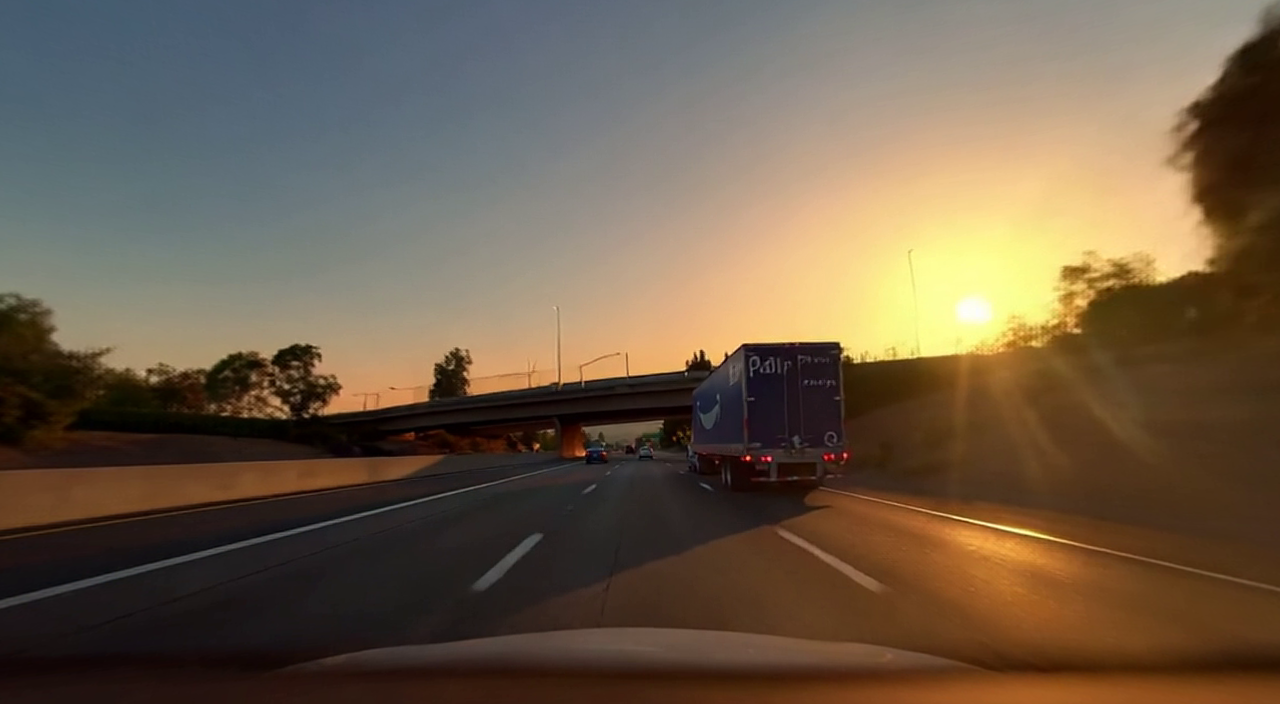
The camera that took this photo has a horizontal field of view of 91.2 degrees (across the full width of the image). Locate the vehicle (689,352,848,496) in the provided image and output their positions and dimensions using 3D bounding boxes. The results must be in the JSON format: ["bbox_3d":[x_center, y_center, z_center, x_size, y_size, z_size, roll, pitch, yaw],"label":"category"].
[{"bbox_3d":[4.238,3.240,26.097,2.928,4.021,17.190,0,-8,0],"label":"vehicle"}]

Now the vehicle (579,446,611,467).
[{"bbox_3d":[-3.483,8.249,49.618,2.200,1.562,4.959,0,-8,0],"label":"vehicle"}]
